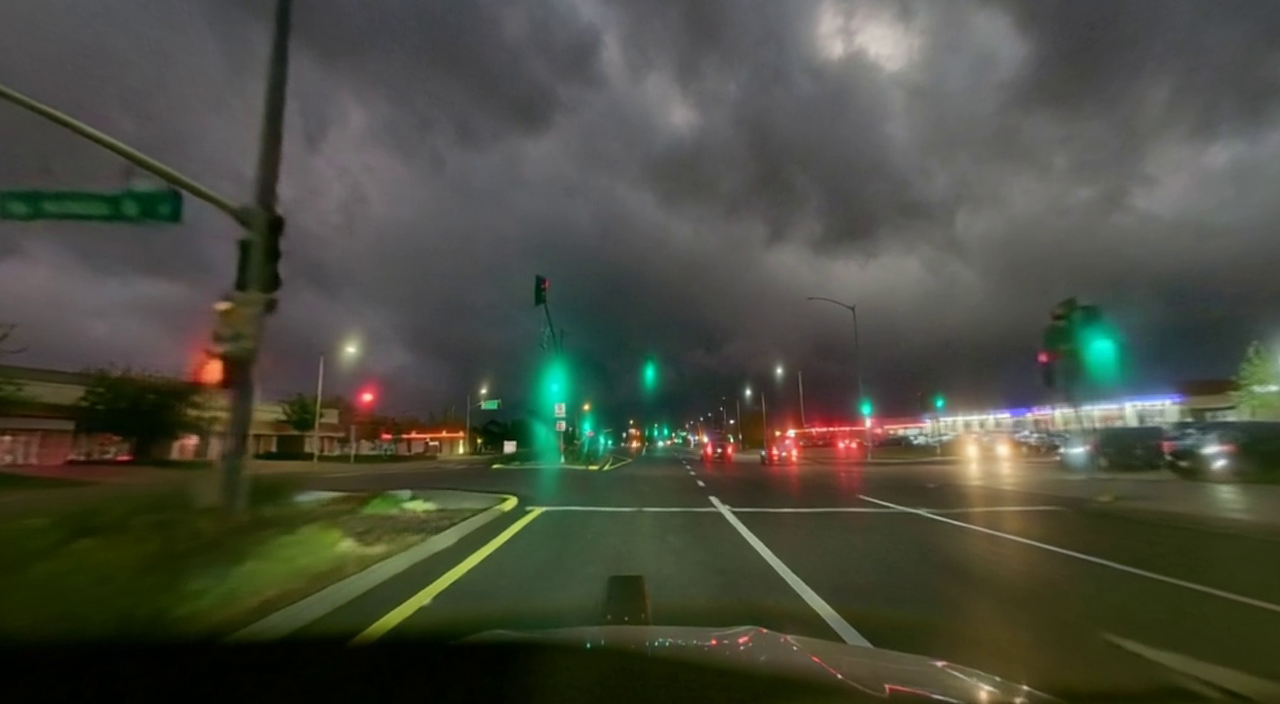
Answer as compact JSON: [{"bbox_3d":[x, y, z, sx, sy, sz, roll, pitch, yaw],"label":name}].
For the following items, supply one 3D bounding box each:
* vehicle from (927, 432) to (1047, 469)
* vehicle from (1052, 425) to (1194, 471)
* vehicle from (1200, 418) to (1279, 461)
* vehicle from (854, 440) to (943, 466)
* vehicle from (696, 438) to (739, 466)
[{"bbox_3d":[16.657,4.752,30.470,4.491,1.702,2.094,-1,-8,7],"label":"vehicle"},{"bbox_3d":[20.484,4.074,26.854,4.341,1.845,1.984,0,-8,0],"label":"vehicle"},{"bbox_3d":[26.977,3.751,26.980,4.280,1.734,1.964,1,-8,-6],"label":"vehicle"},{"bbox_3d":[15.344,5.981,37.515,4.581,1.434,1.893,-5,-10,31],"label":"vehicle"},{"bbox_3d":[4.497,5.906,37.308,2.038,1.528,4.259,0,-8,1],"label":"vehicle"}]
